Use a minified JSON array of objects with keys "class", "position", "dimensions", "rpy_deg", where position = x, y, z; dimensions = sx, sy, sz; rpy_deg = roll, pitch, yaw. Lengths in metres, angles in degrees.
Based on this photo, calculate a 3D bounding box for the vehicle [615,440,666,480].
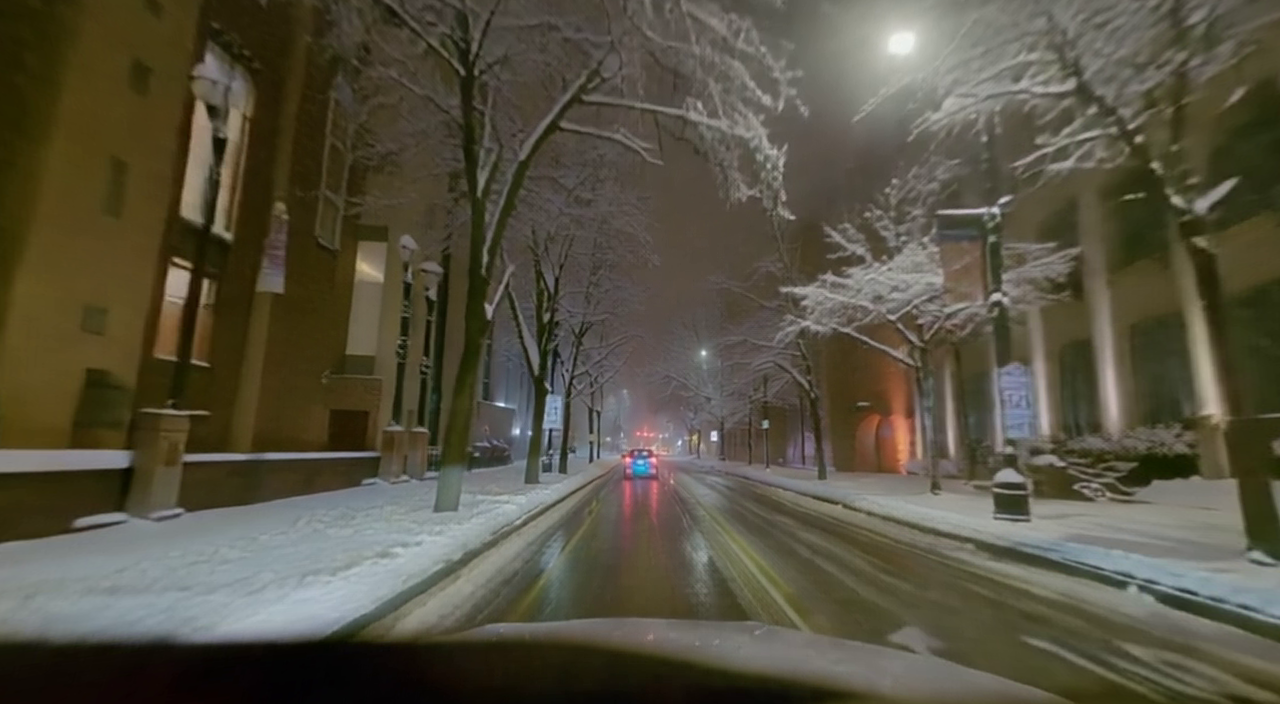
[{"class":"vehicle","position":[-0.024,4.716,27.815],"dimensions":[2.079,1.621,3.861],"rpy_deg":[0,-8,-1]}]
